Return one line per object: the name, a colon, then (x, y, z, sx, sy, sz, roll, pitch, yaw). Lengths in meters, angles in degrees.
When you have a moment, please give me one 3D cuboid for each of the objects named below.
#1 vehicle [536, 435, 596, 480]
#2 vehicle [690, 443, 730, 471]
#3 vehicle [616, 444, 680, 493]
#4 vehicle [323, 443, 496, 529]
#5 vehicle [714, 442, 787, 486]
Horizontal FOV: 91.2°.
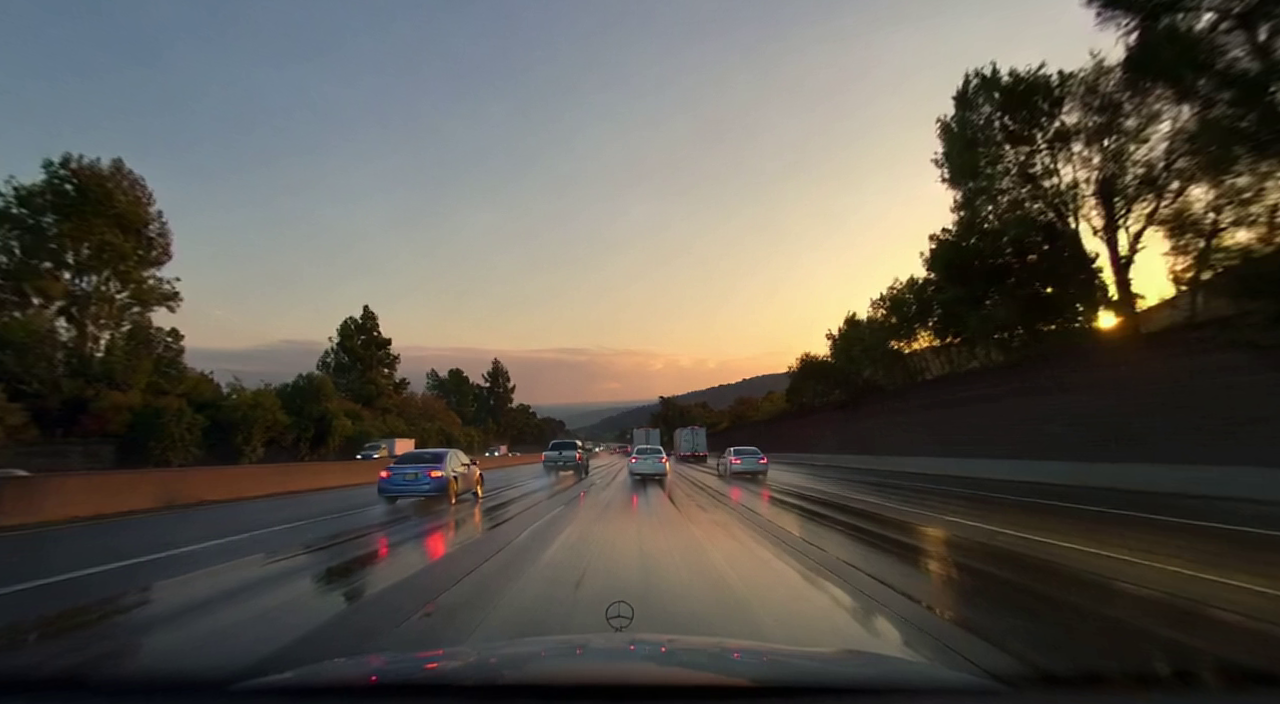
vehicle: (-3.489, 5.101, 30.457, 2.230, 1.973, 4.403, -1, -9, 2)
vehicle: (4.577, 6.949, 41.633, 2.080, 1.748, 4.534, 0, -9, 0)
vehicle: (0.255, 4.018, 21.945, 2.015, 1.526, 4.286, 0, -9, 0)
vehicle: (-4.550, 2.698, 13.224, 1.967, 1.473, 4.439, 0, -9, 0)
vehicle: (4.103, 4.234, 23.933, 1.959, 1.503, 4.064, 0, -9, -1)
